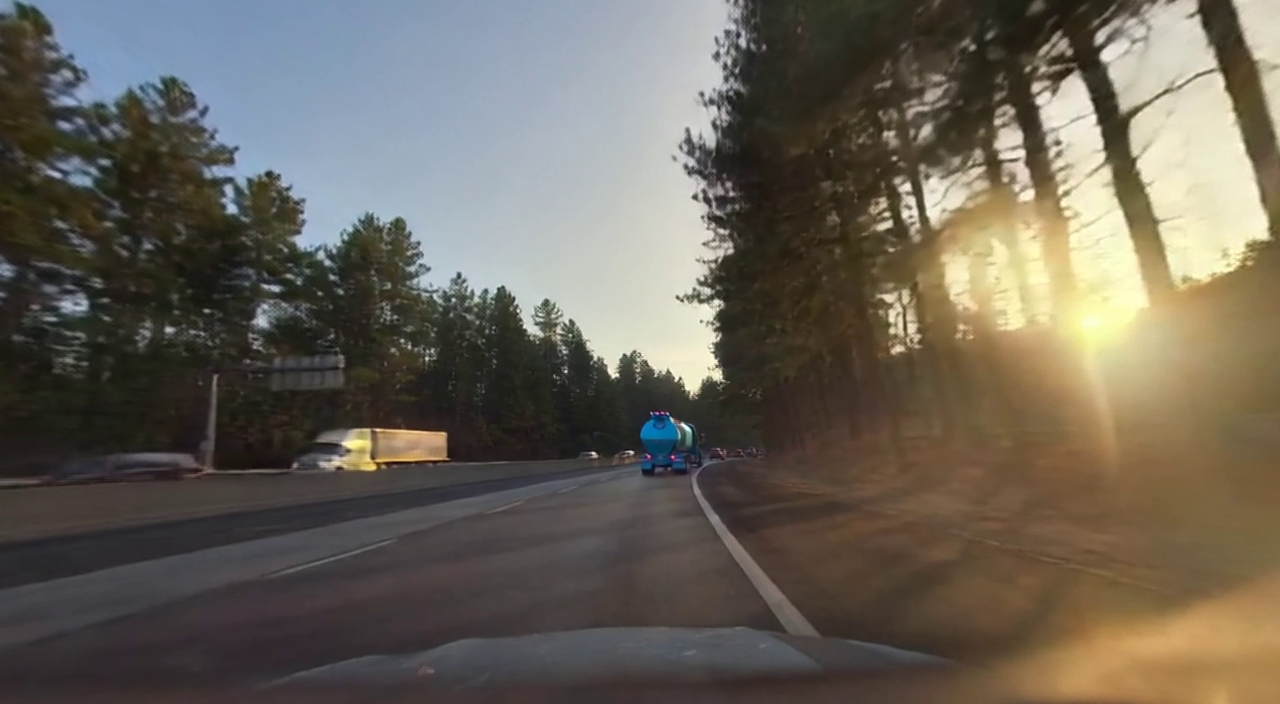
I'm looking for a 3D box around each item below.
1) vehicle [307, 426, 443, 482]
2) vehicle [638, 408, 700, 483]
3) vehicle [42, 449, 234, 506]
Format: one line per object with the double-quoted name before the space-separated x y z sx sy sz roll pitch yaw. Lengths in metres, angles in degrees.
"vehicle" -16.549 6.509 40.687 2.850 3.134 10.723 -2 -9 8
"vehicle" 2.078 5.744 38.835 2.907 3.747 13.318 -1 -8 6
"vehicle" -14.831 3.684 19.031 1.877 1.487 4.396 -1 -9 6
